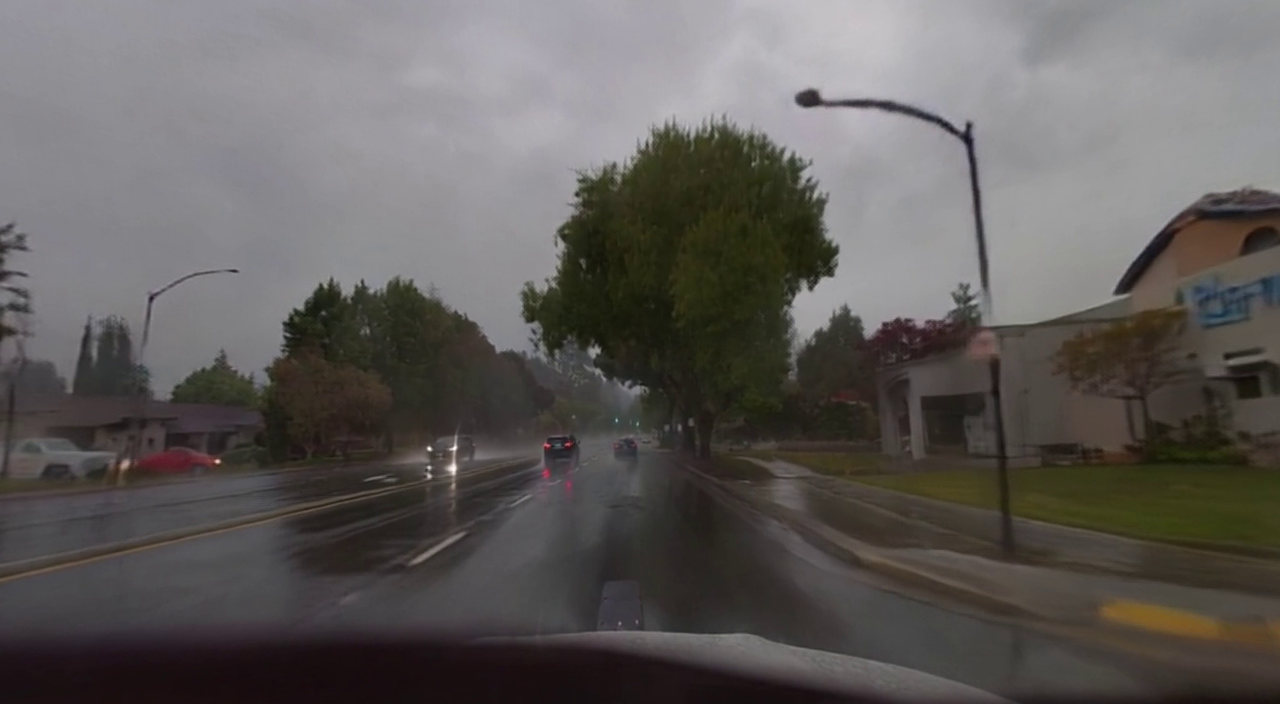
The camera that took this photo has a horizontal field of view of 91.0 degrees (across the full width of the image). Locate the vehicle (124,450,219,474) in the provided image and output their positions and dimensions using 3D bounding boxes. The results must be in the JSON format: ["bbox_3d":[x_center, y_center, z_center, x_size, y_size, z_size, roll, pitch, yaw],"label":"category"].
[{"bbox_3d":[-29.950,7.009,40.310,4.605,1.453,1.809,0,-8,0],"label":"vehicle"}]

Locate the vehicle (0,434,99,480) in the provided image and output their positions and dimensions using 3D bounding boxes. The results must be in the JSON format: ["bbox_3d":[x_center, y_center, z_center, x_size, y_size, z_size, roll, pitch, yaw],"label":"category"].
[{"bbox_3d":[-30.728,5.259,31.621,4.865,2.217,2.192,0,-8,-3],"label":"vehicle"}]

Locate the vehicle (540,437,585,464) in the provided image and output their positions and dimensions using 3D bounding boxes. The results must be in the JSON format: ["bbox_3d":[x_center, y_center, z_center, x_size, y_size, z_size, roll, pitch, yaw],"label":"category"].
[{"bbox_3d":[-4.448,5.750,36.765,2.083,1.460,4.527,0,-8,-1],"label":"vehicle"}]
